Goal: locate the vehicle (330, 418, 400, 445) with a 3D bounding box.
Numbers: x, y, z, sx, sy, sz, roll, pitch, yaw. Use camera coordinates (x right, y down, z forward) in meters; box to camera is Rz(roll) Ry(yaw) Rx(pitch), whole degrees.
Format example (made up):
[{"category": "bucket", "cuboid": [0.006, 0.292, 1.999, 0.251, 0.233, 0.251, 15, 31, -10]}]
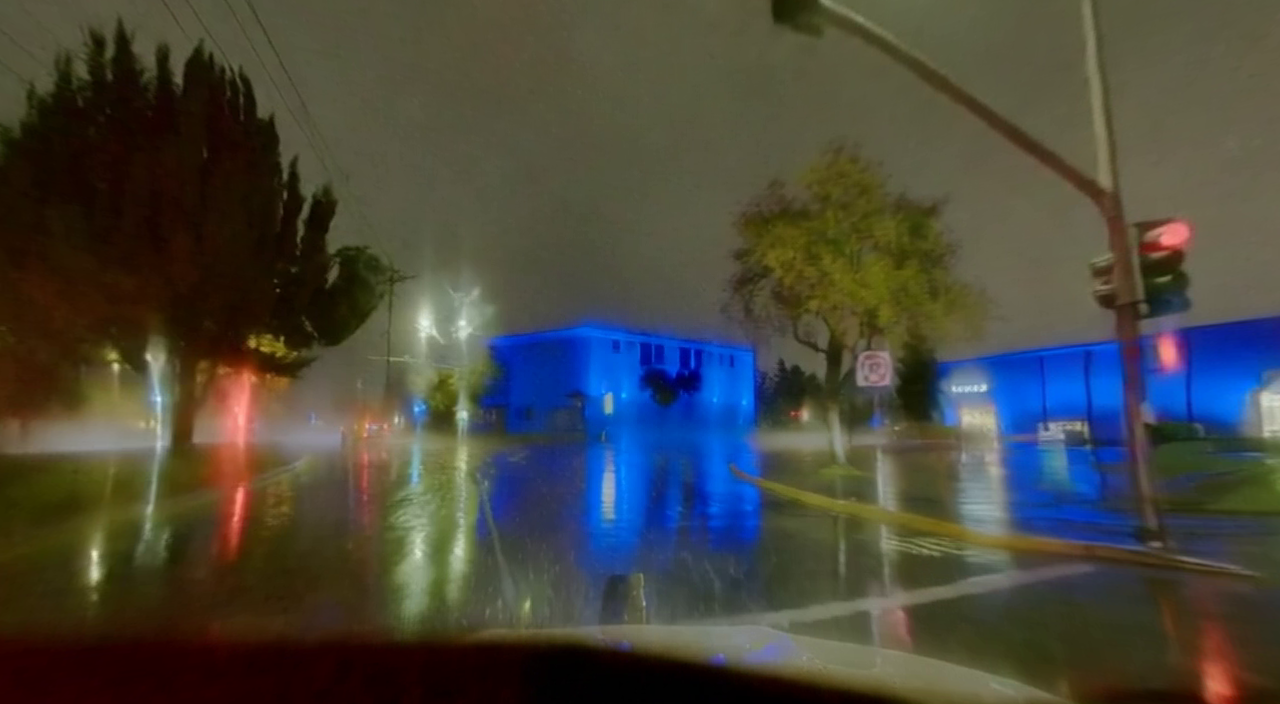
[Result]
[{"category": "vehicle", "cuboid": [-20.733, 6.019, 47.421, 5.570, 1.923, 2.336, -6, -10, 37]}]
